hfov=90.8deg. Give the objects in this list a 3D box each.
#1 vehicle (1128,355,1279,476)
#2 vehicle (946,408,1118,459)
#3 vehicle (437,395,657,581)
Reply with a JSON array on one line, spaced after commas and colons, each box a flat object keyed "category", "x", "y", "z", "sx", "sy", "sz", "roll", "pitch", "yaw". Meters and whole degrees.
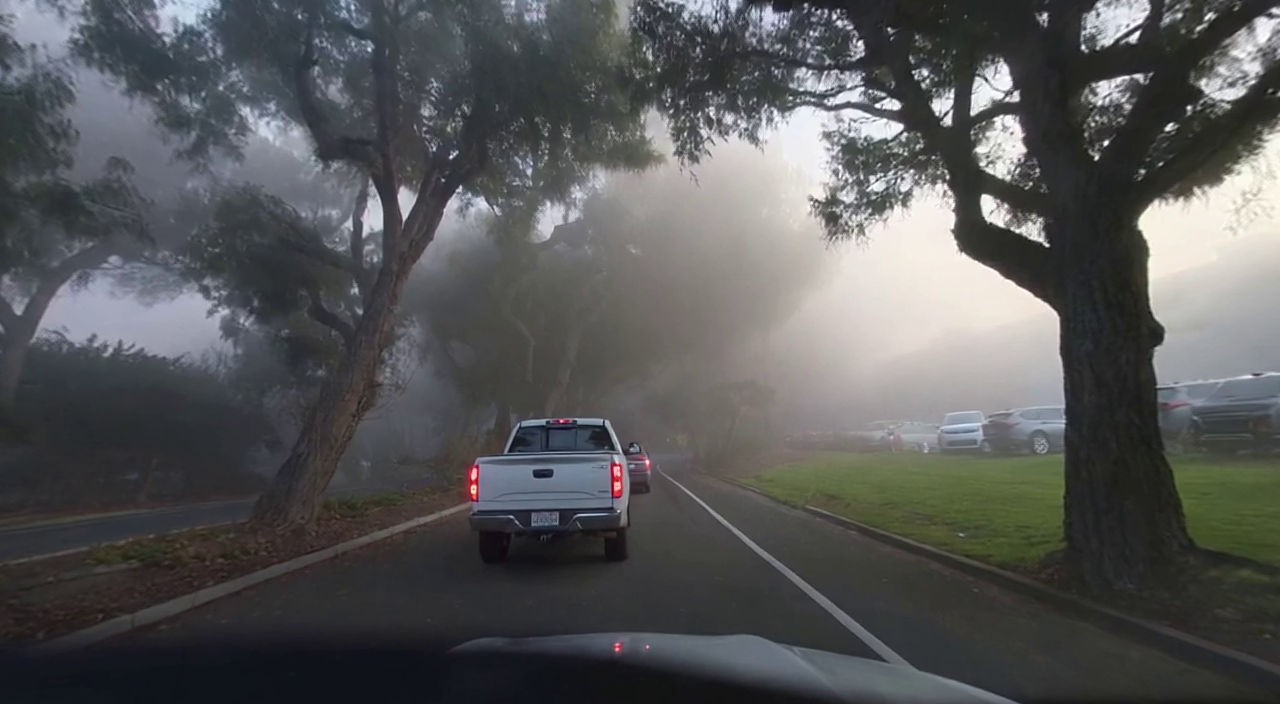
[{"category": "vehicle", "x": 12.549, "y": 1.262, "z": 11.580, "sx": 5.191, "sy": 1.983, "sz": 2.335, "roll": 1, "pitch": -8, "yaw": 2}, {"category": "vehicle", "x": 11.960, "y": 2.521, "z": 19.501, "sx": 3.964, "sy": 1.484, "sz": 1.924, "roll": 0, "pitch": -8, "yaw": 1}, {"category": "vehicle", "x": -0.871, "y": 1.706, "z": 8.803, "sx": 2.157, "sy": 1.816, "sz": 5.039, "roll": 0, "pitch": -8, "yaw": 1}]
